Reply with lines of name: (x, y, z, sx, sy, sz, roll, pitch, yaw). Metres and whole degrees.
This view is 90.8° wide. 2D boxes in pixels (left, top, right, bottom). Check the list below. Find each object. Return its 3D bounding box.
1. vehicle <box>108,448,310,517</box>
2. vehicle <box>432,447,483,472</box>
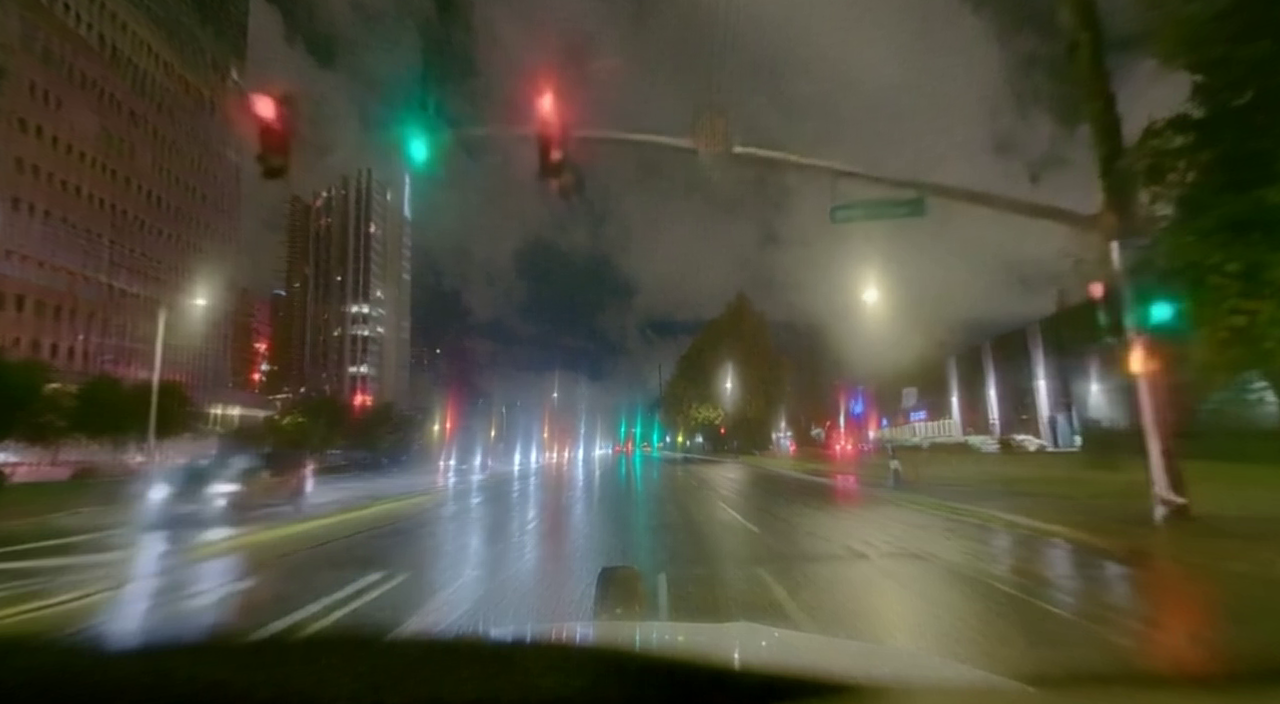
vehicle: (-11.011, 3.330, 16.719, 1.914, 1.499, 4.785, -1, -8, 1)
vehicle: (-11.890, 7.018, 41.402, 1.945, 1.492, 4.672, 0, -8, 0)
